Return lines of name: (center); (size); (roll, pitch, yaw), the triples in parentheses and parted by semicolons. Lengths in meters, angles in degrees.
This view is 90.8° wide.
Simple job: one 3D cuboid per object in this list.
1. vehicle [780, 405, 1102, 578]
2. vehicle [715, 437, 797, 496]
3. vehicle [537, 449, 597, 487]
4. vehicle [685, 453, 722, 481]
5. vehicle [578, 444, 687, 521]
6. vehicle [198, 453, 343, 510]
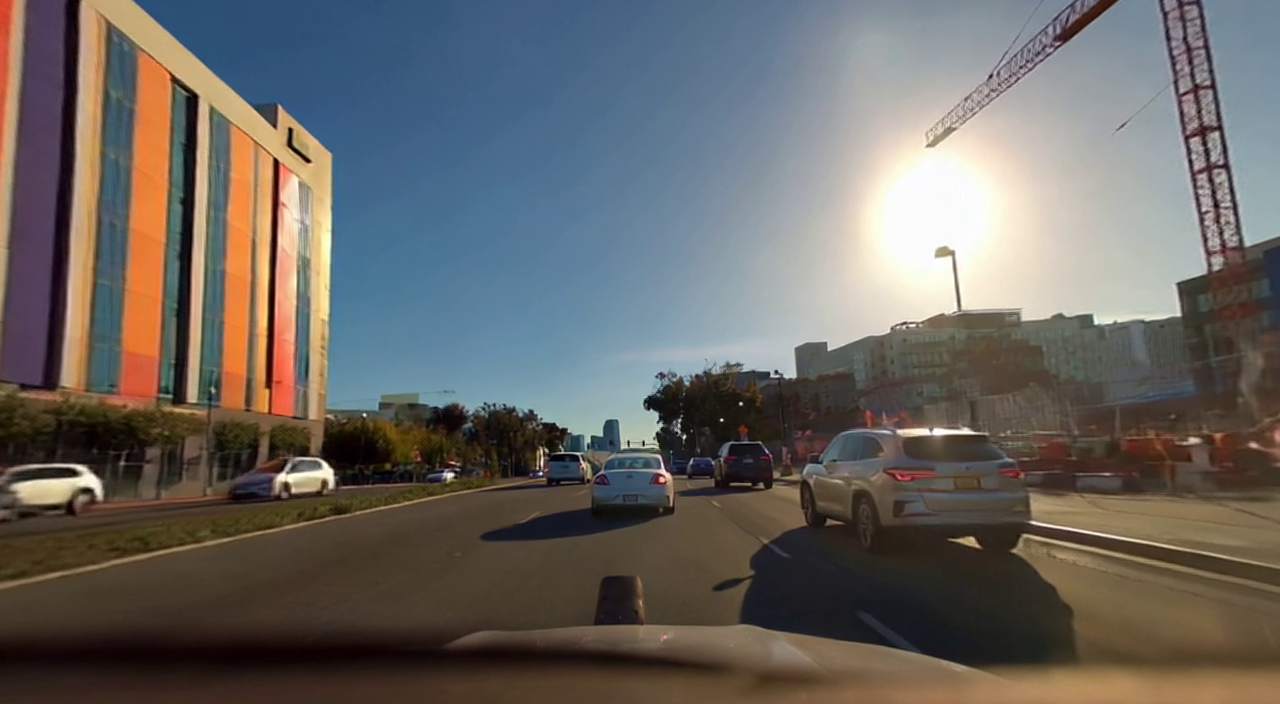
vehicle: (3.726, 1.836, 9.174); (2.185, 1.797, 4.934); (0, -8, 0)
vehicle: (4.076, 4.099, 23.097); (2.124, 1.896, 4.914); (0, -8, 1)
vehicle: (-3.427, 5.523, 30.399); (2.201, 1.691, 4.305); (0, -8, 2)
vehicle: (4.091, 7.472, 41.167); (2.115, 1.636, 4.104); (0, -8, 1)
vehicle: (-0.108, 2.890, 14.558); (2.131, 1.496, 4.193); (0, -8, 1)
vehicle: (-12.718, 4.433, 22.186); (2.202, 1.714, 4.509); (-1, -8, 3)
